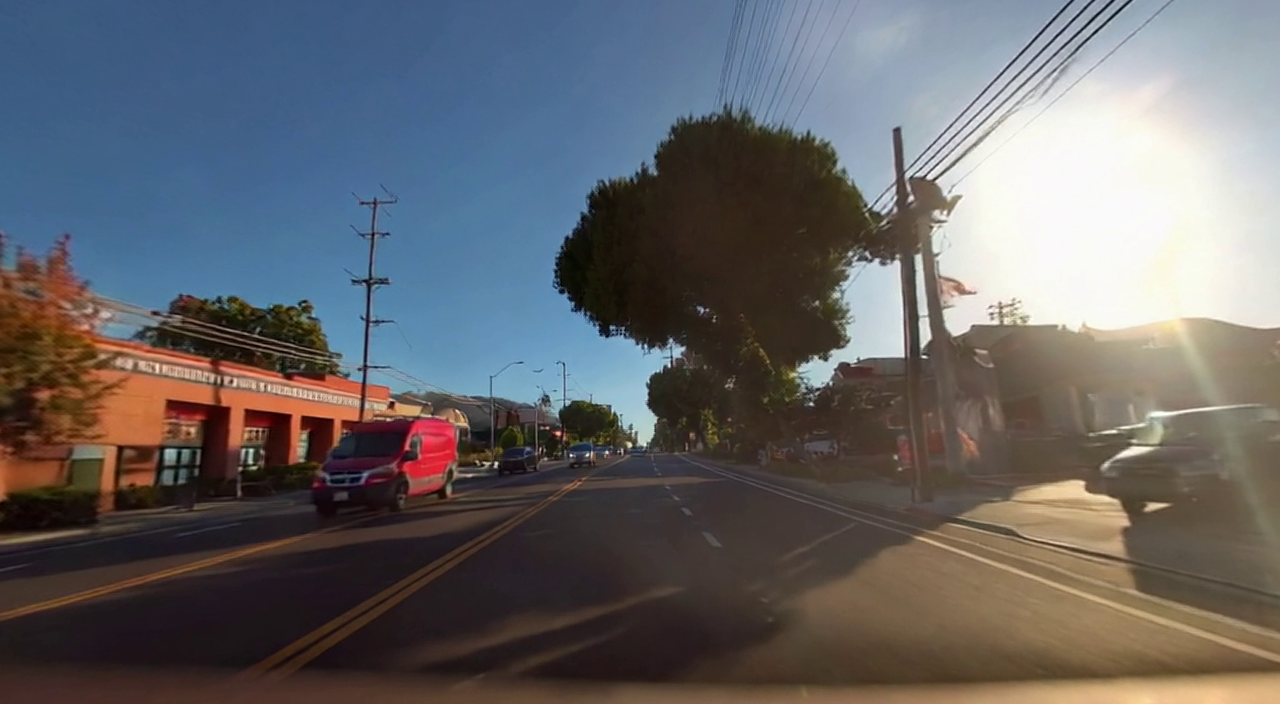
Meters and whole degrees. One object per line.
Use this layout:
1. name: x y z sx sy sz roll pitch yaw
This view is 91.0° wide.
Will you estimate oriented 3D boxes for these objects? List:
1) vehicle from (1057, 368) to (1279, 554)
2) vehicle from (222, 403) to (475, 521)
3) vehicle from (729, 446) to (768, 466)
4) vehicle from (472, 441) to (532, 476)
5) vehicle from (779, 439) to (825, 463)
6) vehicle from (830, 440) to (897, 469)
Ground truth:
1. vehicle: 9.971 1.758 10.629 6.532 2.291 2.575 6 -10 -36
2. vehicle: -6.918 2.782 16.547 2.909 2.362 7.390 -1 -8 2
3. vehicle: 8.175 7.843 47.814 1.869 1.428 4.250 0 -9 -5
4. vehicle: -7.341 5.704 34.031 2.242 1.741 4.519 0 -8 -1
5. vehicle: 12.581 7.738 49.316 2.051 1.811 5.330 0 -9 -1
6. vehicle: 12.969 5.975 36.912 2.143 1.518 4.893 0 -8 0
